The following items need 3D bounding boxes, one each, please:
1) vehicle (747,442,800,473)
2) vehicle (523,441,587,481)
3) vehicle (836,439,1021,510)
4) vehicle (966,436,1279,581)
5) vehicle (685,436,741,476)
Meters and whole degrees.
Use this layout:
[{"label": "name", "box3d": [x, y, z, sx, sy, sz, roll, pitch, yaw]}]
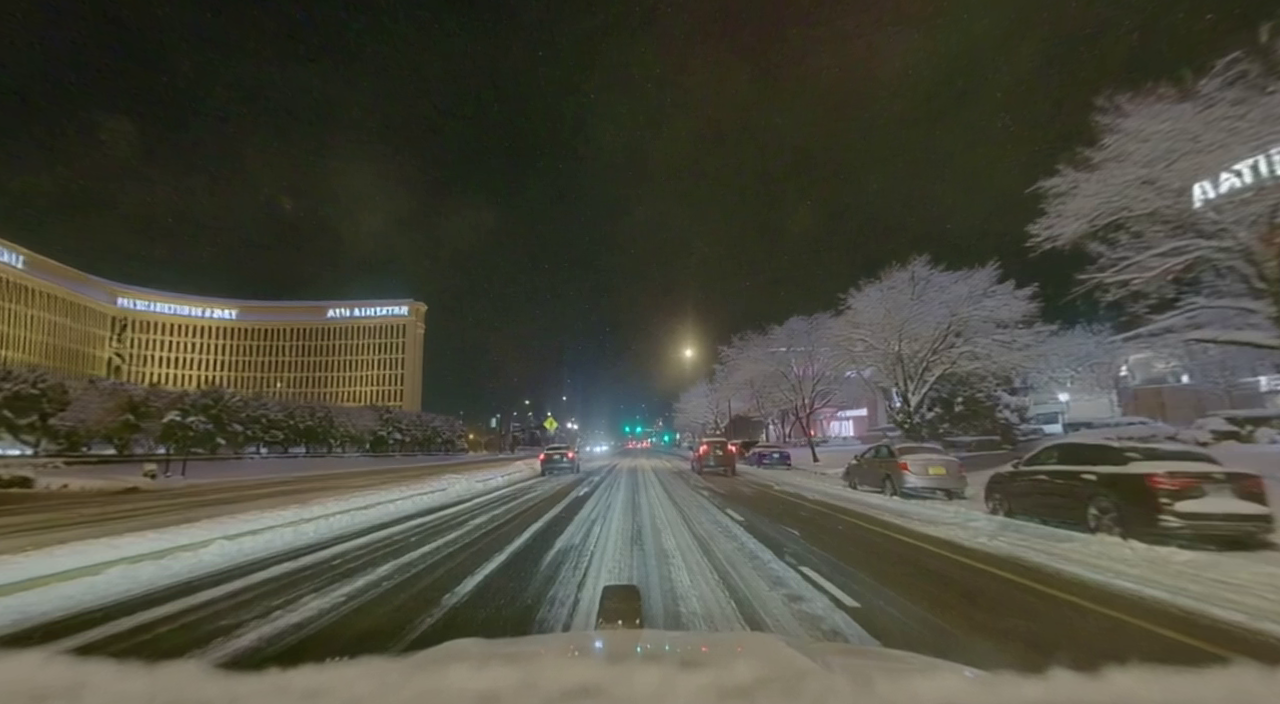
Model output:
[{"label": "vehicle", "box3d": [6.893, 5.498, 32.988, 1.876, 1.478, 4.670, 0, -8, 1]}, {"label": "vehicle", "box3d": [-3.382, 4.426, 25.917, 2.005, 1.477, 4.169, 0, -8, 1]}, {"label": "vehicle", "box3d": [6.881, 2.959, 15.766, 2.302, 1.480, 4.696, 0, -8, -1]}, {"label": "vehicle", "box3d": [6.920, 1.946, 8.870, 1.968, 1.455, 4.844, 0, -8, -1]}, {"label": "vehicle", "box3d": [3.392, 4.951, 30.271, 2.083, 1.743, 4.354, 0, -8, -1]}]
